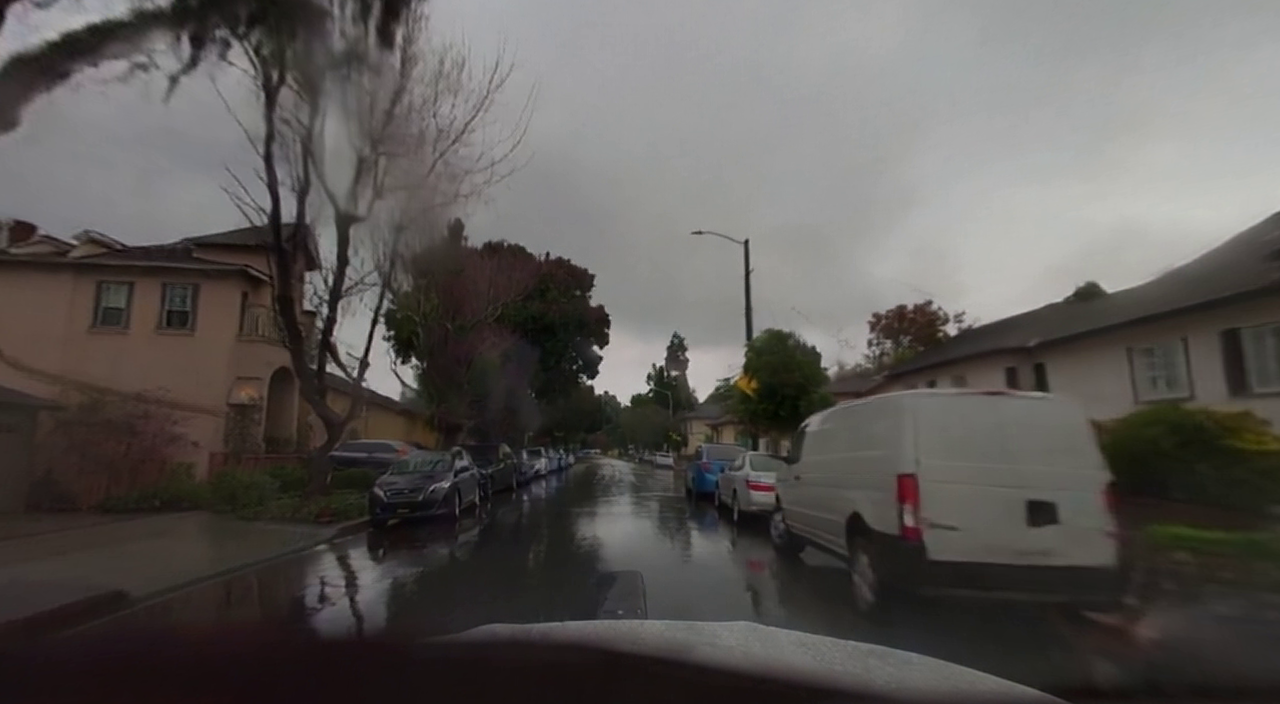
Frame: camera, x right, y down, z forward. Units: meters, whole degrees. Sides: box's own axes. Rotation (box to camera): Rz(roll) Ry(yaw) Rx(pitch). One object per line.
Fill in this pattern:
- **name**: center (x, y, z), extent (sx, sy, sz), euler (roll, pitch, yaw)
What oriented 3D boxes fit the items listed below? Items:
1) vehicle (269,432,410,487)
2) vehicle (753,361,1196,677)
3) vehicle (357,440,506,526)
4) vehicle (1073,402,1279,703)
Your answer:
- **vehicle**: center (-10.860, 3.885, 22.990), extent (4.153, 1.550, 2.029), euler (-2, -2, -3)
- **vehicle**: center (2.769, 1.451, 6.884), extent (1.993, 2.129, 4.893), euler (-1, -7, -2)
- **vehicle**: center (-4.518, 2.867, 14.557), extent (1.908, 1.493, 4.806), euler (3, -8, -2)
- **vehicle**: center (2.827, 0.663, 0.346), extent (1.828, 1.442, 4.476), euler (-1, -7, -3)
